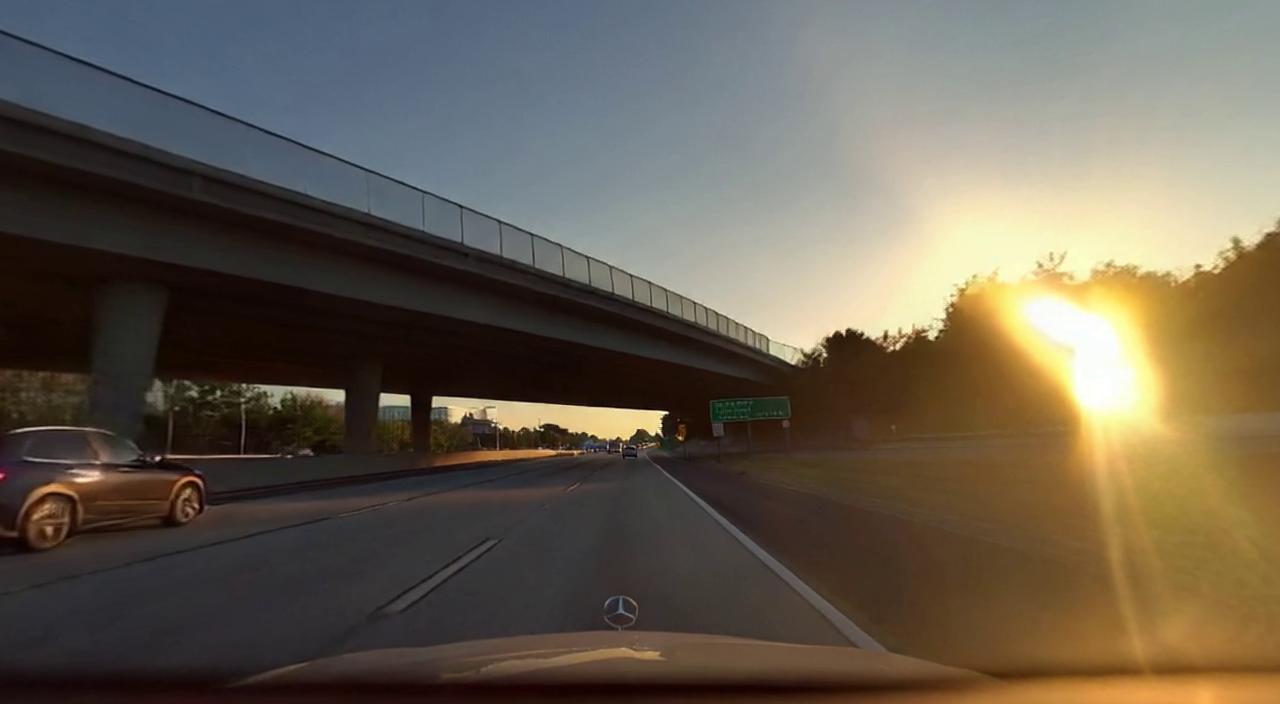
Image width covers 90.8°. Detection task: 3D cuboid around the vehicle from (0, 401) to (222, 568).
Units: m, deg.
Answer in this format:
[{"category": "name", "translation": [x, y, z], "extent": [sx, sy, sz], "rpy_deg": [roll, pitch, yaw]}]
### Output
[{"category": "vehicle", "translation": [-8.091, 1.614, 8.049], "extent": [2.231, 1.807, 4.758], "rpy_deg": [0, -8, 0]}]
